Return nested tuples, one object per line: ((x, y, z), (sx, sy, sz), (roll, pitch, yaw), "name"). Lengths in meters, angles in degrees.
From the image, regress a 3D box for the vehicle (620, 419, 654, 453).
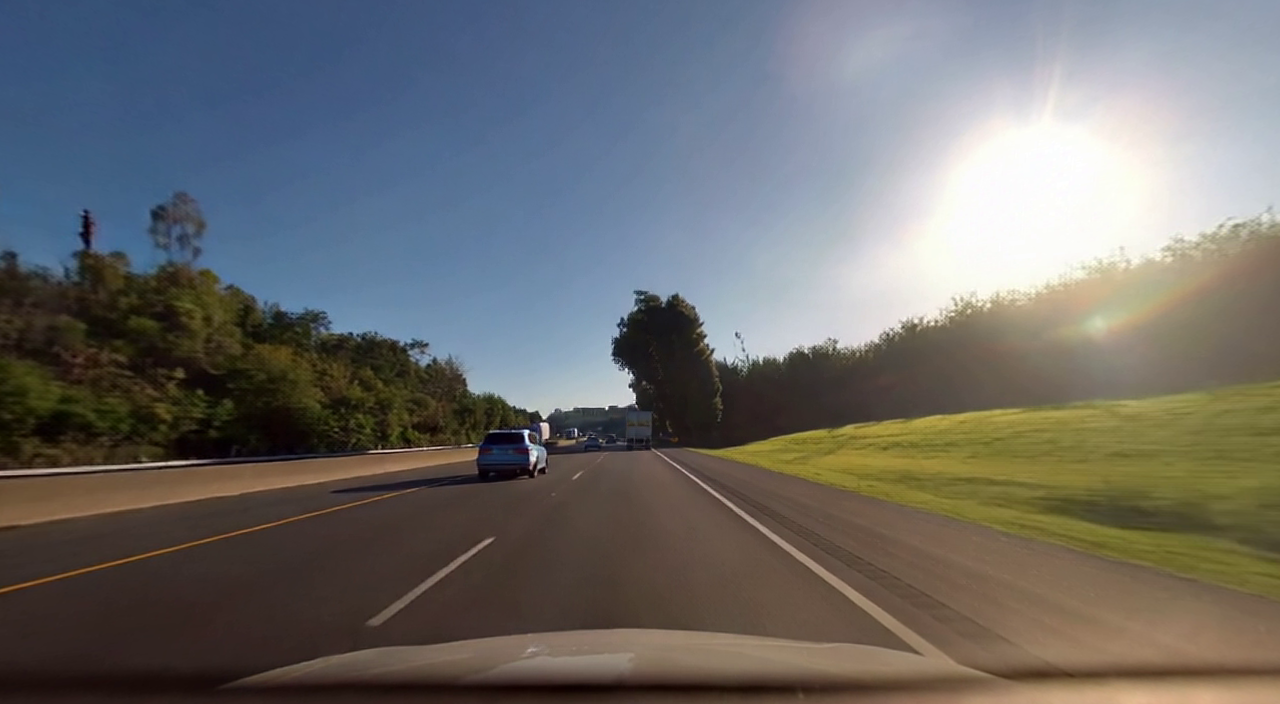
((-0.231, 6.674, 49.783), (2.526, 2.531, 5.026), (0, -8, -1), "vehicle")

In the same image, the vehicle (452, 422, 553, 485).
((-3.934, 2.968, 18.859), (2.045, 1.655, 4.301), (0, -8, 0), "vehicle")
